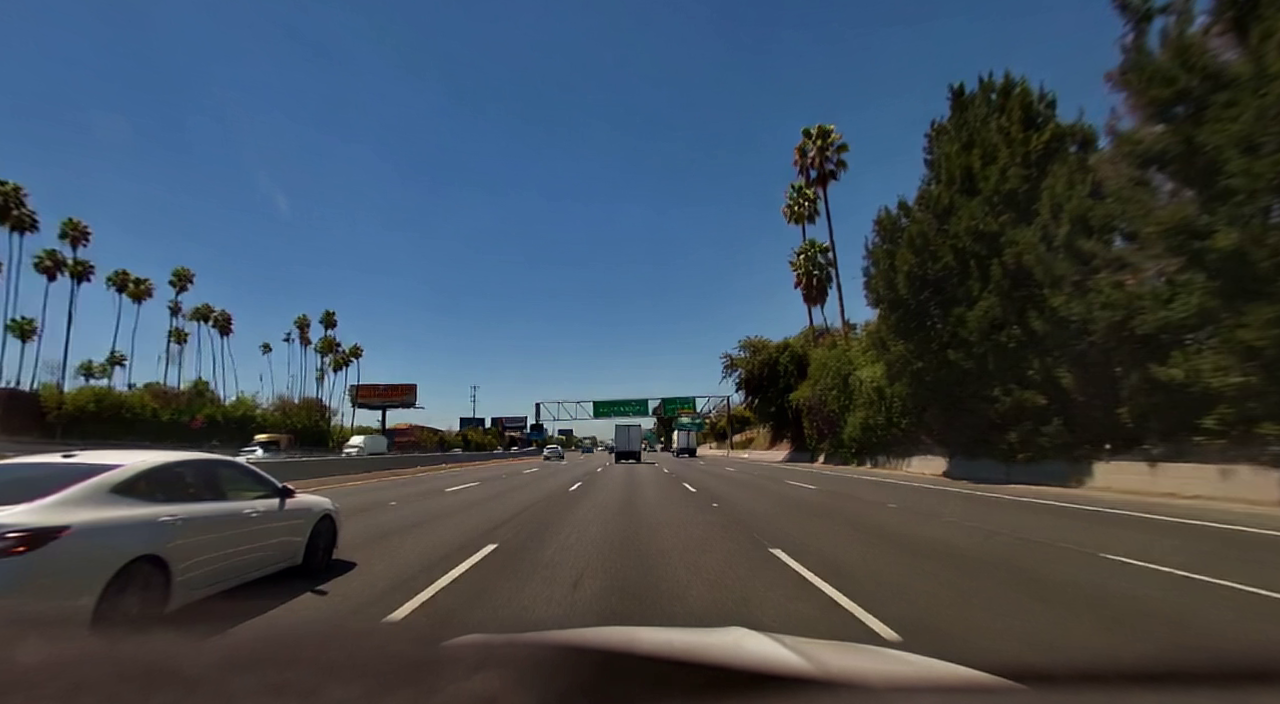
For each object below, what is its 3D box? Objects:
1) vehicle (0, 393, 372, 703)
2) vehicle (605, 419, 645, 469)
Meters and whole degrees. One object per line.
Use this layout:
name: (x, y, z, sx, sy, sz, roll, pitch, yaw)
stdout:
vehicle: (-4.000, 1.235, 4.521, 2.021, 1.598, 4.887, 0, -8, 0)
vehicle: (-0.997, 5.901, 40.474, 2.364, 2.953, 6.495, 0, -8, -2)
